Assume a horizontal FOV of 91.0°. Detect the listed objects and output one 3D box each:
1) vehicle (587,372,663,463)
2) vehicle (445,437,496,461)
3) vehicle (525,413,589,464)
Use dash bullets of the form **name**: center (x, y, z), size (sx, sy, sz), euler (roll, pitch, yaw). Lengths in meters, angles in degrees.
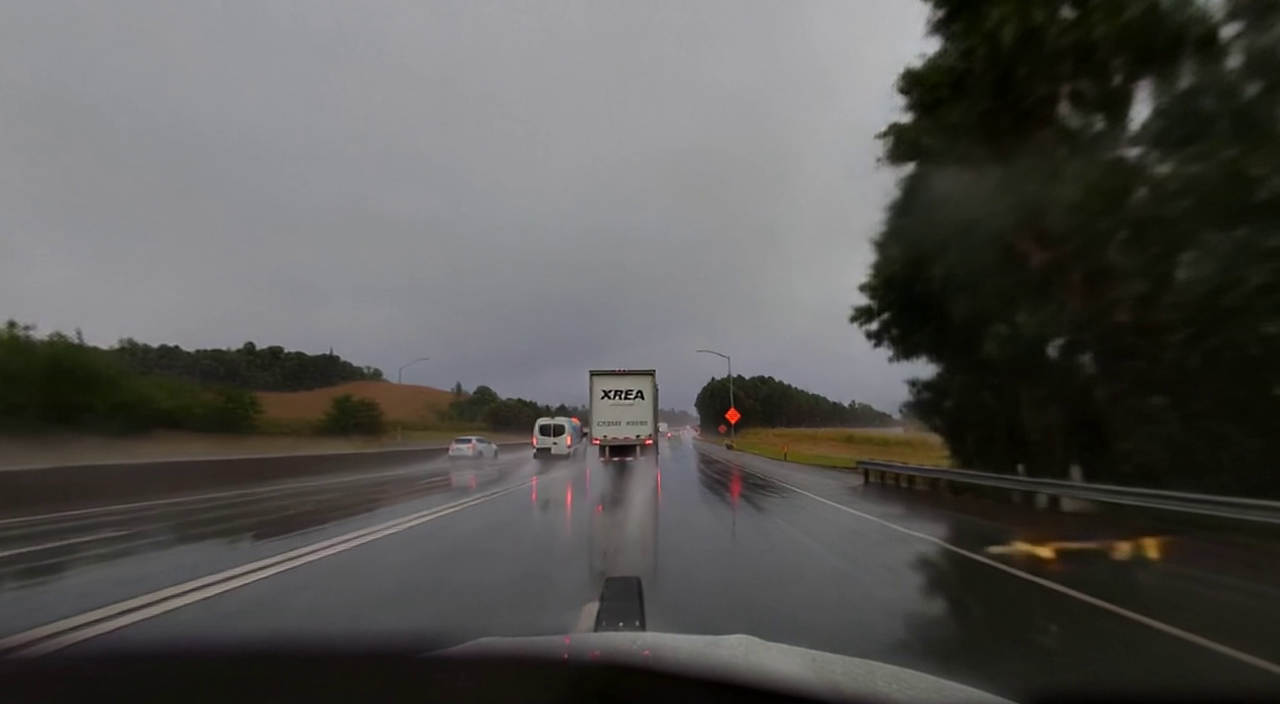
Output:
- **vehicle**: center (-0.474, 3.648, 32.494), size (3.183, 4.011, 9.617), euler (0, -9, 3)
- **vehicle**: center (-11.060, 6.363, 41.447), size (1.901, 1.487, 4.622), euler (0, -8, 3)
- **vehicle**: center (-4.574, 4.946, 35.825), size (2.469, 2.615, 5.874), euler (0, -8, 3)
